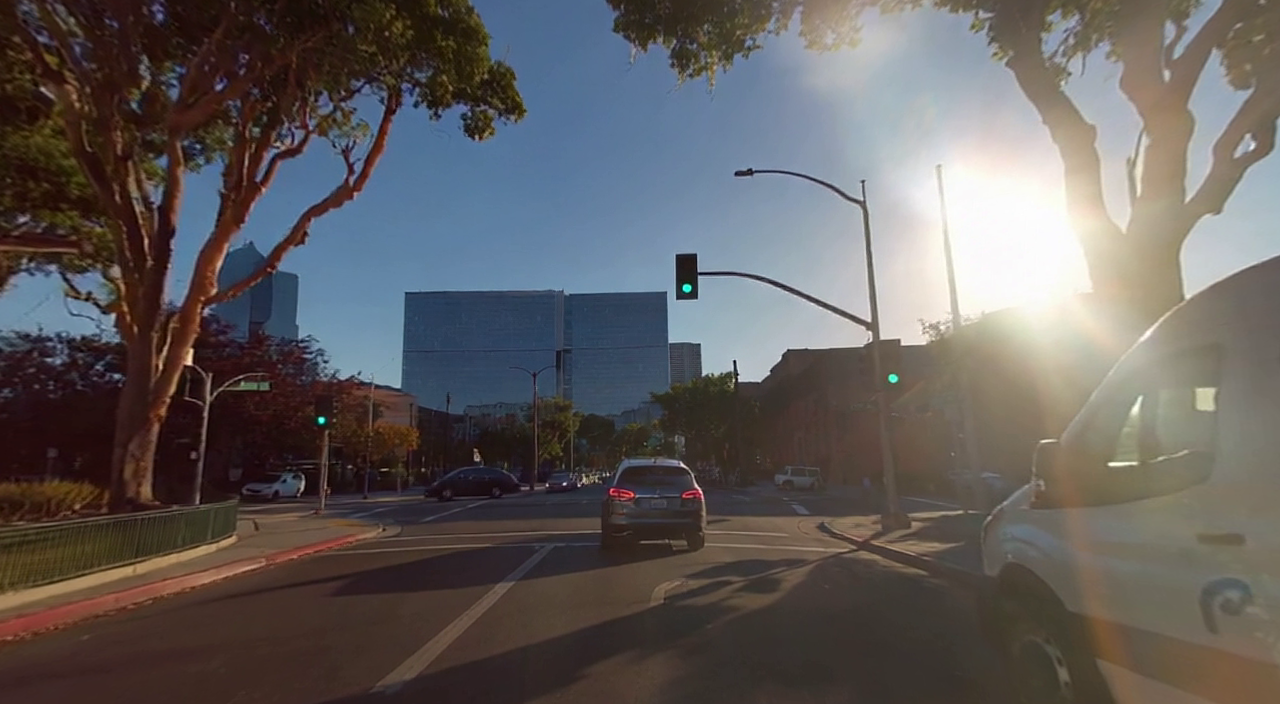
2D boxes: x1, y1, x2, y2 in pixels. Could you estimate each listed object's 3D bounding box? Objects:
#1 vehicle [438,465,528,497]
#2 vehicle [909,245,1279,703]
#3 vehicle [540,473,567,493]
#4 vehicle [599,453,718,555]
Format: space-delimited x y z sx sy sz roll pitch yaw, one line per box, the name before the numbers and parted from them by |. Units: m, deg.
vehicle | -8.984 7.442 36.426 1.993 1.692 4.675 -9 -14 42
vehicle | 2.826 0.656 1.507 2.054 1.965 5.248 1 -11 0
vehicle | -6.789 10.307 49.730 1.757 1.473 3.712 1 -10 -3
vehicle | 0.236 2.863 12.308 1.961 1.629 3.610 1 -11 -2
